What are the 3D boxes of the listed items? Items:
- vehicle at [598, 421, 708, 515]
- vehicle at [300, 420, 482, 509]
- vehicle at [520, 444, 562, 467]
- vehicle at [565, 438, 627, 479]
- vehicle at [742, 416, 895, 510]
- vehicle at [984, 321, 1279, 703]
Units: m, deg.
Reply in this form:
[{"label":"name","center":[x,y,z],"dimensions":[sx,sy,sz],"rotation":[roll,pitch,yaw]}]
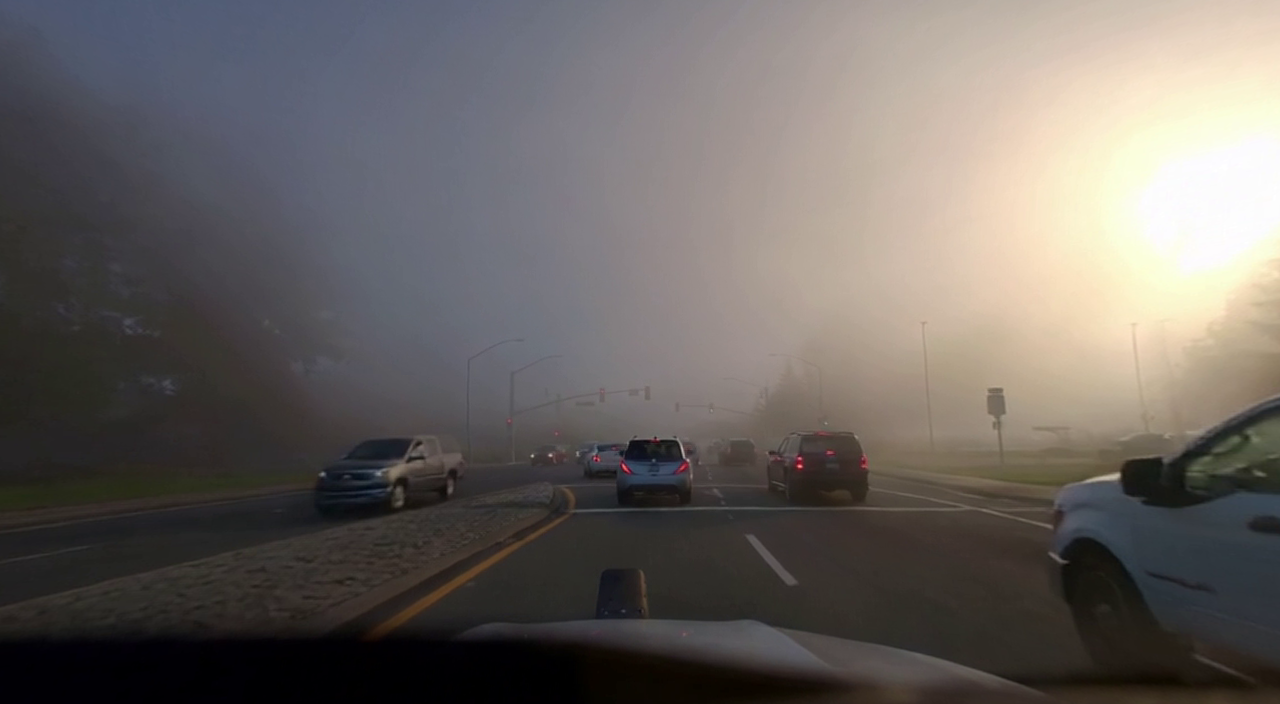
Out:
[{"label":"vehicle","center":[0.368,2.520,14.118],"dimensions":[2.113,1.768,3.901],"rotation":[0,-9,4]},{"label":"vehicle","center":[-6.408,2.996,17.280],"dimensions":[2.355,2.005,5.673],"rotation":[0,-9,4]},{"label":"vehicle","center":[-6.772,7.118,43.432],"dimensions":[1.868,1.496,4.219],"rotation":[-1,-9,5]},{"label":"vehicle","center":[-1.713,4.314,25.858],"dimensions":[2.023,1.494,4.259],"rotation":[-2,-8,3]},{"label":"vehicle","center":[4.045,2.651,15.595],"dimensions":[2.317,1.857,5.940],"rotation":[0,-9,3]},{"label":"vehicle","center":[3.496,0.737,2.130],"dimensions":[2.114,1.765,4.647],"rotation":[0,-9,1]}]
